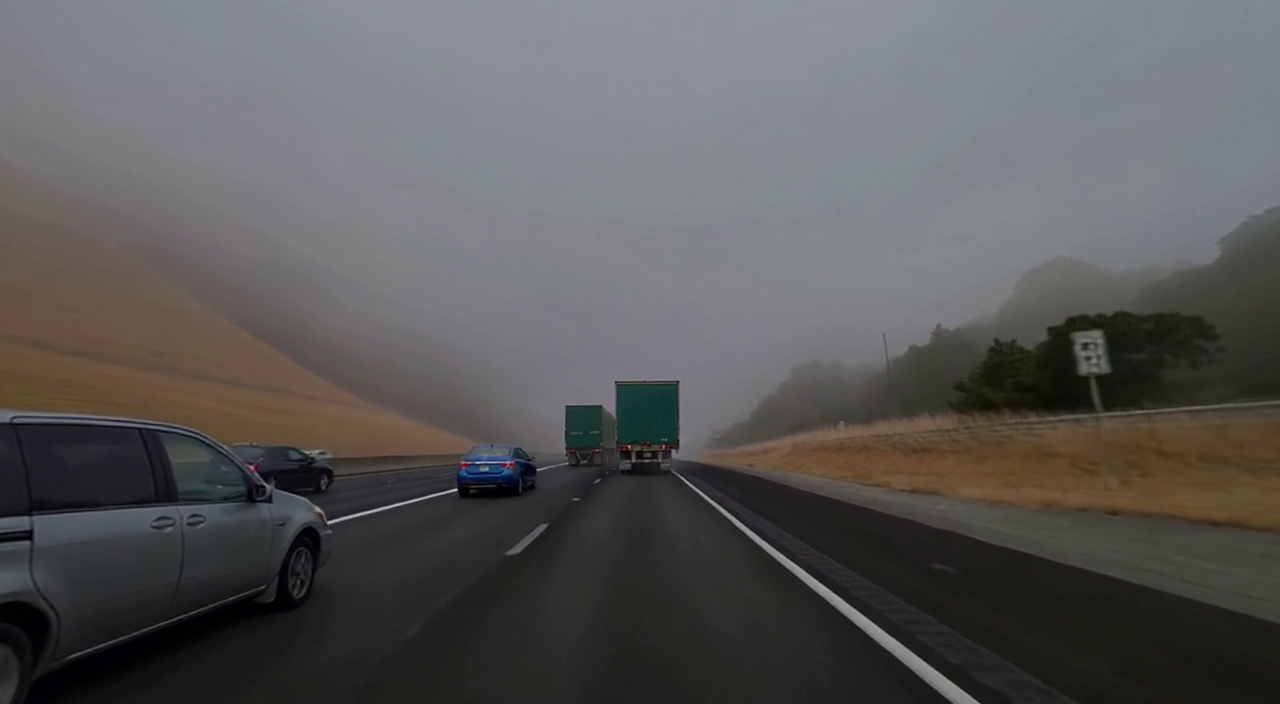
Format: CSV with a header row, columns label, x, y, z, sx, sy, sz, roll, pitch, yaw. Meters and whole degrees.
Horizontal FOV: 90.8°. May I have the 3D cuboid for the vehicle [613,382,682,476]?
label,x,y,z,sx,sy,sz,roll,pitch,yaw
vehicle,0.447,4.054,32.259,2.913,3.988,10.874,0,-8,1

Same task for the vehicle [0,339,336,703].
label,x,y,z,sx,sy,sz,roll,pitch,yaw
vehicle,-3.835,0.908,3.186,2.136,1.779,4.875,0,-8,0

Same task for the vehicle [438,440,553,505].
label,x,y,z,sx,sy,sz,roll,pitch,yaw
vehicle,-3.542,3.026,16.355,1.950,1.446,4.224,0,-8,0
